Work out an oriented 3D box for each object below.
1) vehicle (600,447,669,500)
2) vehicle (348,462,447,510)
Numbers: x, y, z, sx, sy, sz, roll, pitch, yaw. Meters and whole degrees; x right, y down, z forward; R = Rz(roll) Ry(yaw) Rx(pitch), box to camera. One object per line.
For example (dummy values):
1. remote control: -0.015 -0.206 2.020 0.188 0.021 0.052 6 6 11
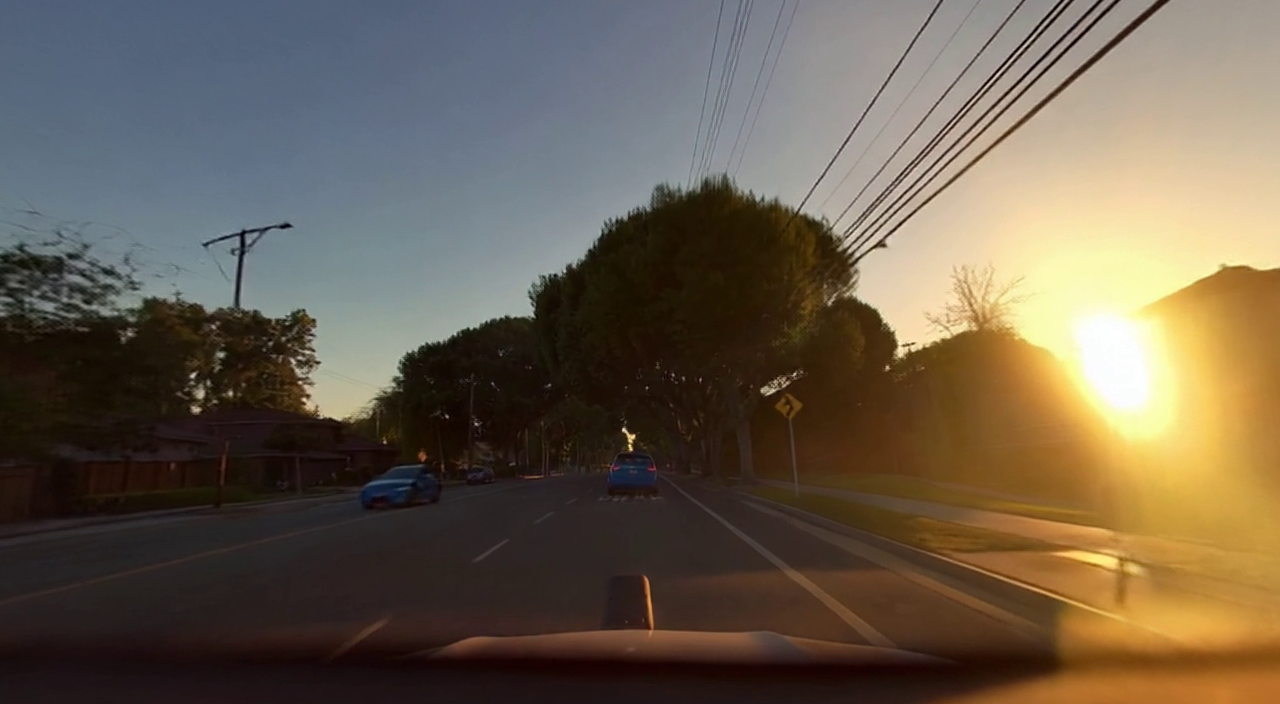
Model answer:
1. vehicle: -0.196 4.196 22.287 2.200 1.653 4.127 0 -8 -1
2. vehicle: -9.207 5.109 24.442 1.960 1.490 4.674 0 -8 1
